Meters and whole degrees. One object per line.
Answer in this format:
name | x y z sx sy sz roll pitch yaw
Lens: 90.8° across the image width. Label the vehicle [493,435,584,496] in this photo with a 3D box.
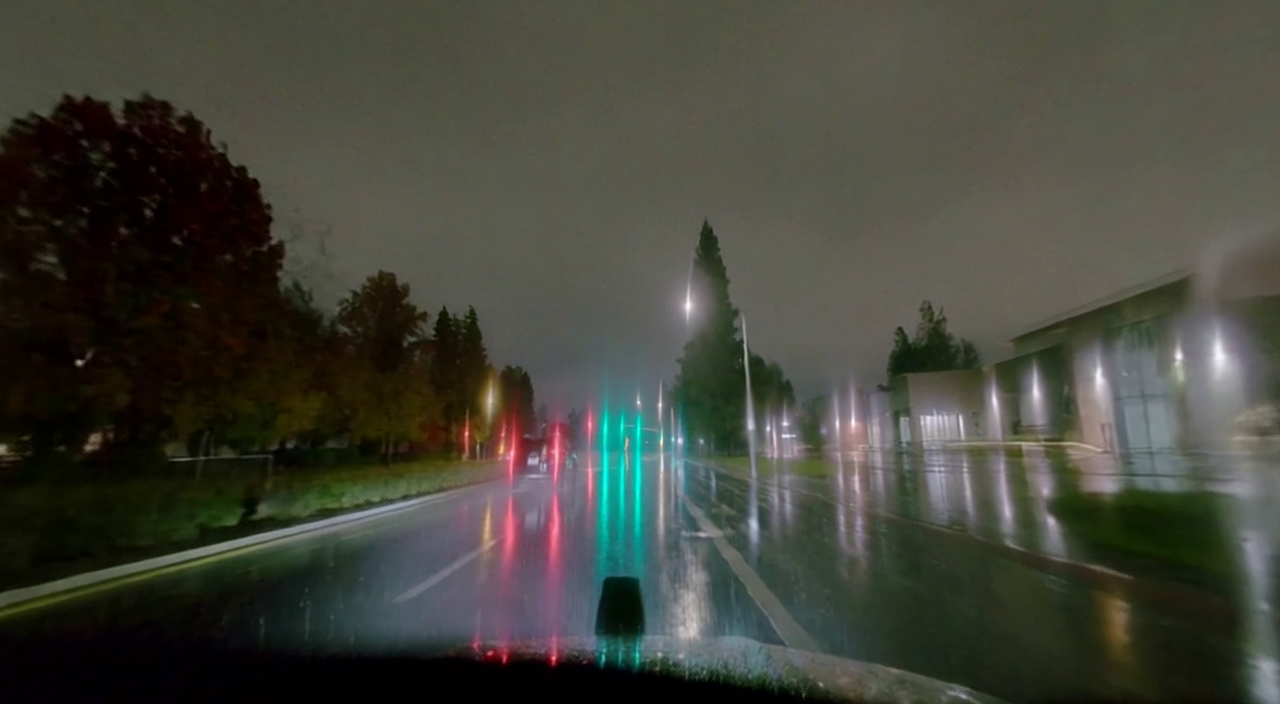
vehicle | -3.091 3.578 20.287 2.121 1.724 4.392 0 -9 1
